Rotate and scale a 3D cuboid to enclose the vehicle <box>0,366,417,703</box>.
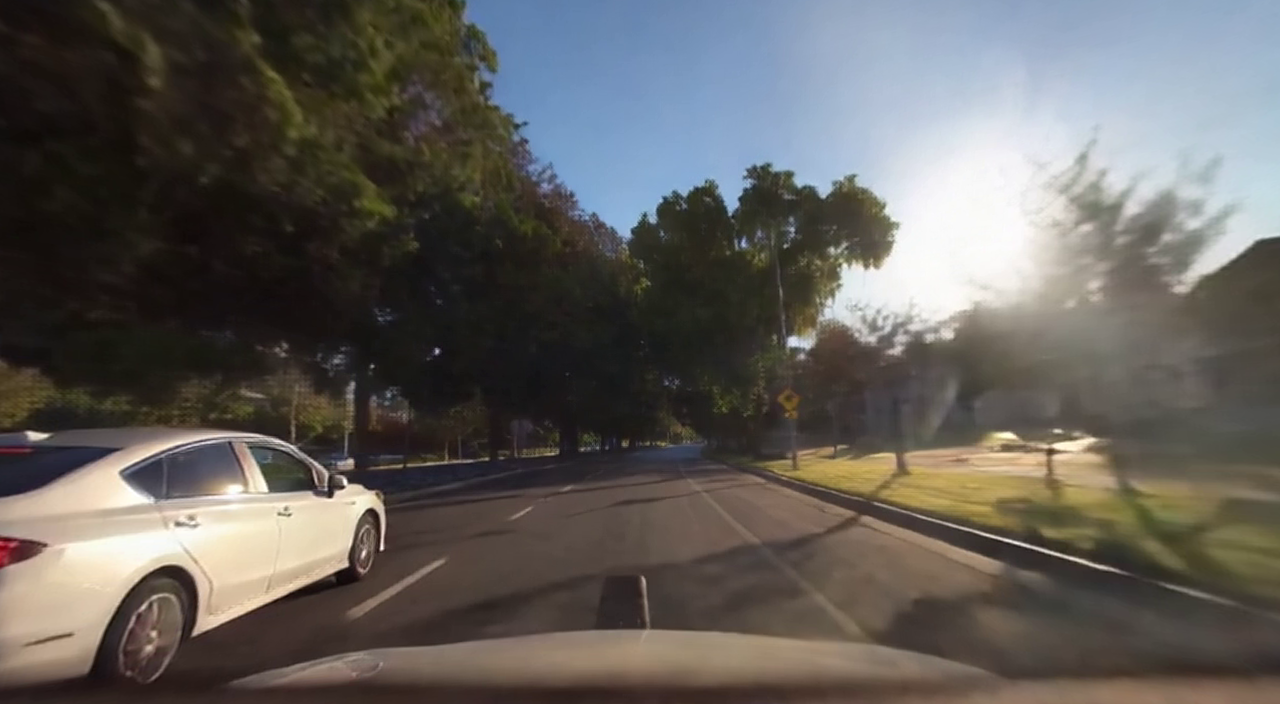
[{"bbox_3d":[-3.251,1.095,4.216,1.915,1.521,4.283,0,-8,1],"label":"vehicle"}]
